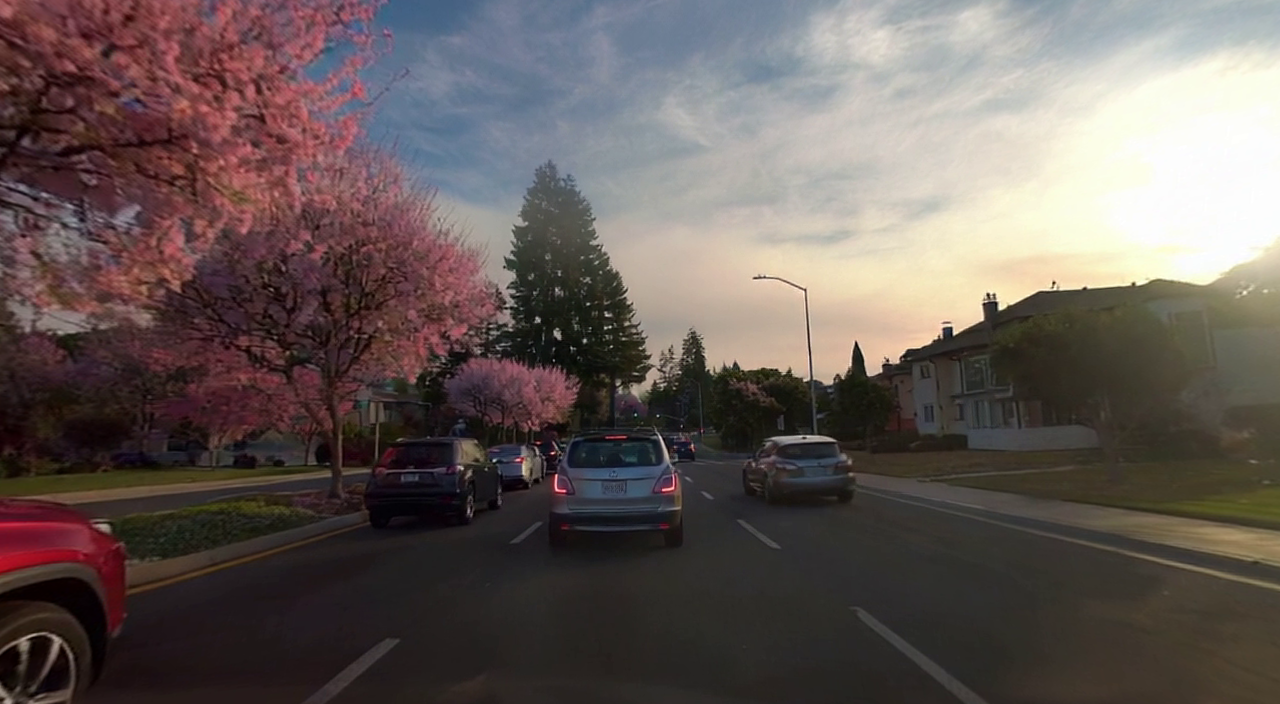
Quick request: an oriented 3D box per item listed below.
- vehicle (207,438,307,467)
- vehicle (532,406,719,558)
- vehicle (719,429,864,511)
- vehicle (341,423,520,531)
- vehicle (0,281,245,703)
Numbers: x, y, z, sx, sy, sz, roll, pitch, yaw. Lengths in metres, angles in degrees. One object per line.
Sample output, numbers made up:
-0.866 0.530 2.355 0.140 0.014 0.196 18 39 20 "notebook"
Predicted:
-28.483 7.475 47.260 5.856 2.096 2.481 3 -9 -18 "vehicle"
-0.186 1.768 9.234 2.112 1.693 4.058 0 -8 -1 "vehicle"
3.203 2.611 14.495 2.056 1.536 4.678 0 -8 -1 "vehicle"
-3.665 2.263 12.025 1.948 1.668 4.279 0 -8 0 "vehicle"
-3.529 0.558 1.300 2.304 1.928 4.833 0 -8 0 "vehicle"
